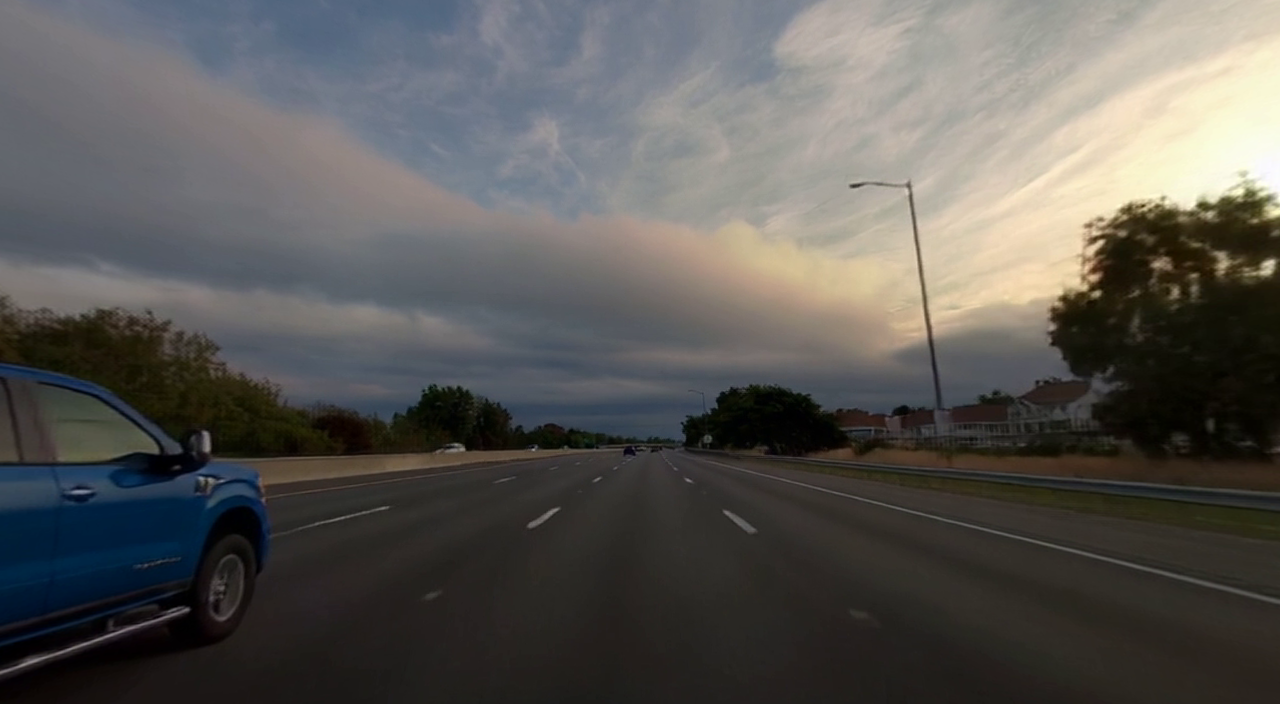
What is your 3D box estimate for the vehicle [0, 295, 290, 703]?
[{"bbox_3d":[-3.561,0.603,1.703,2.202,1.836,5.009,0,-9,2],"label":"vehicle"}]
